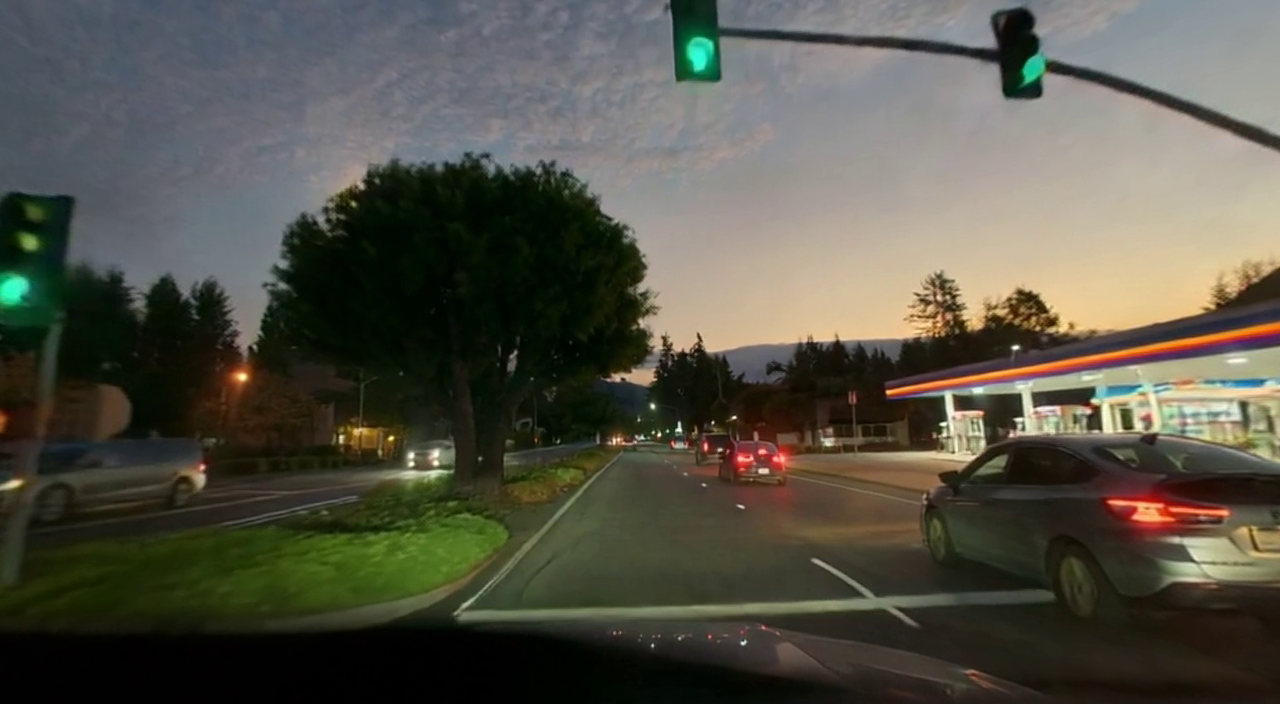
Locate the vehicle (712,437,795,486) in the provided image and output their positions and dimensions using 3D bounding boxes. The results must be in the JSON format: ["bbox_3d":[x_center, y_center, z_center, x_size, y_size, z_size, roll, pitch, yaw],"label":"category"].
[{"bbox_3d":[3.623,3.564,20.875,1.871,1.442,4.122,0,-8,-1],"label":"vehicle"}]

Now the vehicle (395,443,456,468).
[{"bbox_3d":[-14.190,6.843,42.098,2.031,1.539,5.646,0,-8,0],"label":"vehicle"}]

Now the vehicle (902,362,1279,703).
[{"bbox_3d":[3.775,1.089,4.225,1.875,1.665,4.931,0,-8,0],"label":"vehicle"}]

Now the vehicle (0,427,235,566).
[{"bbox_3d":[-8.317,1.790,8.228,2.842,1.476,4.980,-3,-7,-1],"label":"vehicle"}]

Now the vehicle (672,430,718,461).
[{"bbox_3d":[3.709,6.441,43.527,2.611,1.983,5.165,0,-8,-1],"label":"vehicle"}]
